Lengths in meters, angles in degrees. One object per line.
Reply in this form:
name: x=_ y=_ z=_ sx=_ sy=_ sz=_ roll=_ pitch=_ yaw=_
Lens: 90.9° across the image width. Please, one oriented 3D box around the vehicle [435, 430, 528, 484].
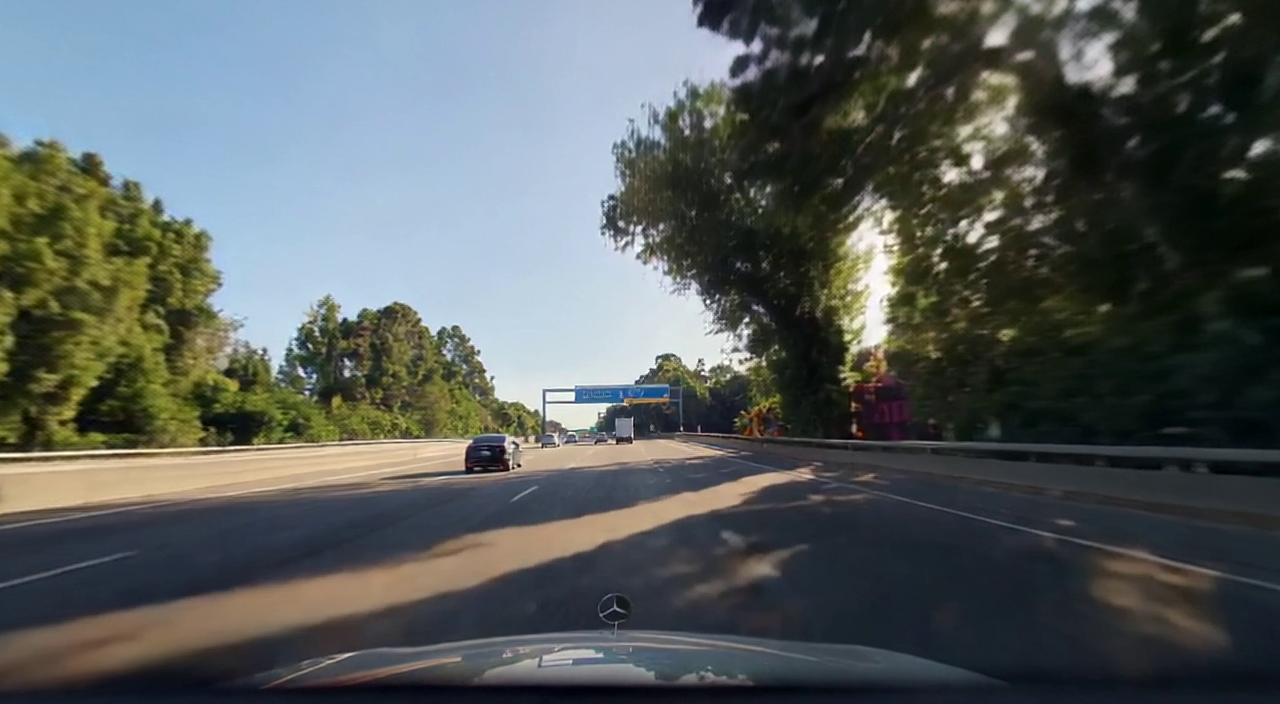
vehicle: x=-4.739 y=3.163 z=19.385 sx=1.912 sy=1.495 sz=3.703 roll=0 pitch=-7 yaw=-1
